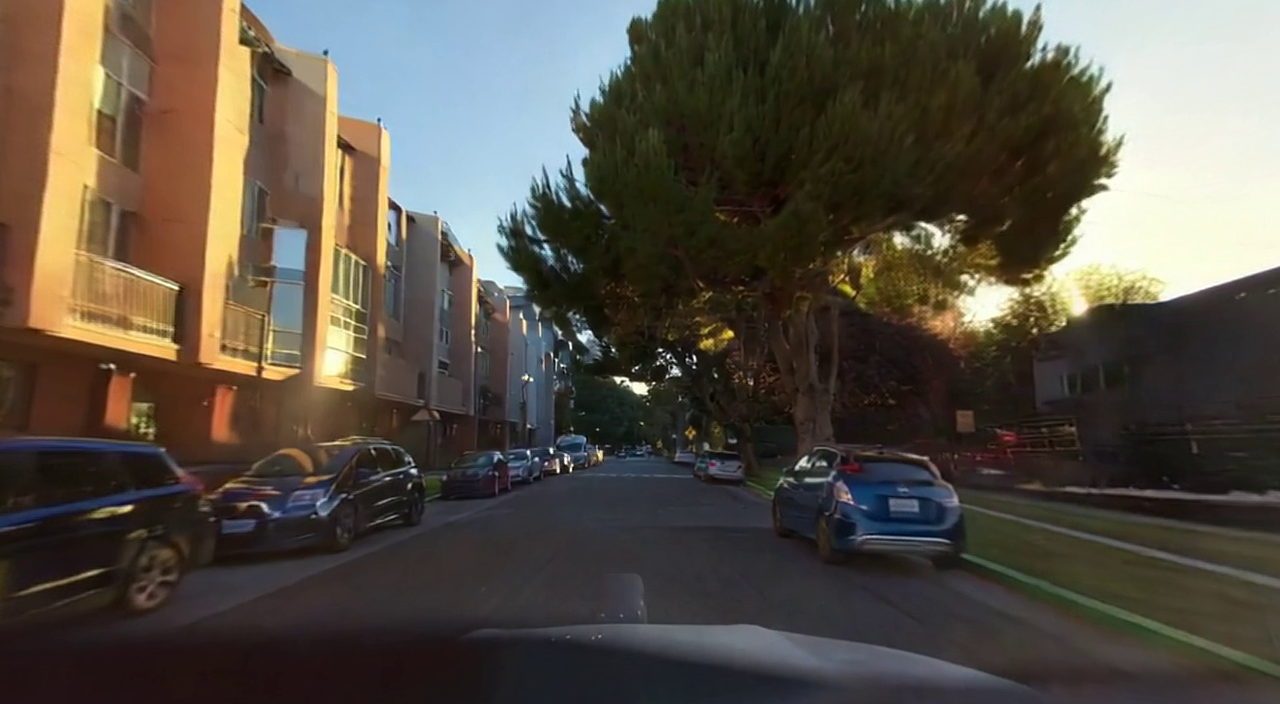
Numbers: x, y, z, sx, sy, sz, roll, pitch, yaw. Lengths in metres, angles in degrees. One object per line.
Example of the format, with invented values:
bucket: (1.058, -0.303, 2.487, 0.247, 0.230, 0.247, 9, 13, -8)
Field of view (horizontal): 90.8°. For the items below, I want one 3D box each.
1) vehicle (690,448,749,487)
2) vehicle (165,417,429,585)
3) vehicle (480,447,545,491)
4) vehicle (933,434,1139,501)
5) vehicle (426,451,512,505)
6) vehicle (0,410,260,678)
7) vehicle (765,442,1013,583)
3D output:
vehicle: (3.288, 4.855, 26.910, 1.835, 1.490, 4.134, 0, -8, -2)
vehicle: (-5.339, 2.215, 10.703, 1.947, 1.833, 4.606, -2, -2, 0)
vehicle: (-4.975, 4.601, 25.167, 1.782, 1.585, 3.962, 0, -8, 0)
vehicle: (10.120, 2.963, 16.410, 4.001, 1.594, 1.914, 0, -8, 1)
vehicle: (-5.289, 3.910, 20.018, 1.722, 1.491, 3.431, 0, -8, 1)
vehicle: (-5.344, 1.396, 4.744, 1.934, 1.810, 4.687, -1, -9, 2)
vehicle: (3.104, 2.042, 8.897, 1.903, 1.512, 3.900, 0, -8, 0)
